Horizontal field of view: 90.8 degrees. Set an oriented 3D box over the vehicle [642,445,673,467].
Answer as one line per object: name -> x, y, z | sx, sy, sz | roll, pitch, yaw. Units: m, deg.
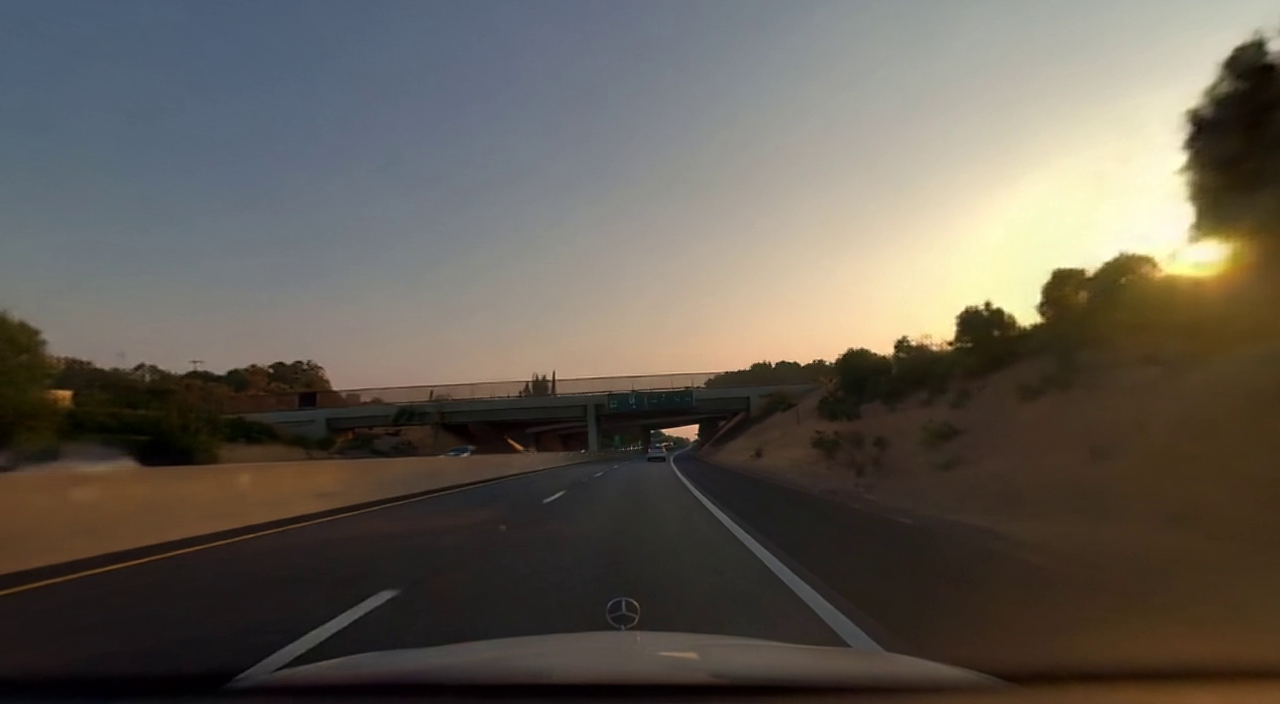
vehicle -> 1.336, 7.749, 47.153 | 2.221, 1.603, 4.149 | 0, -9, 2
